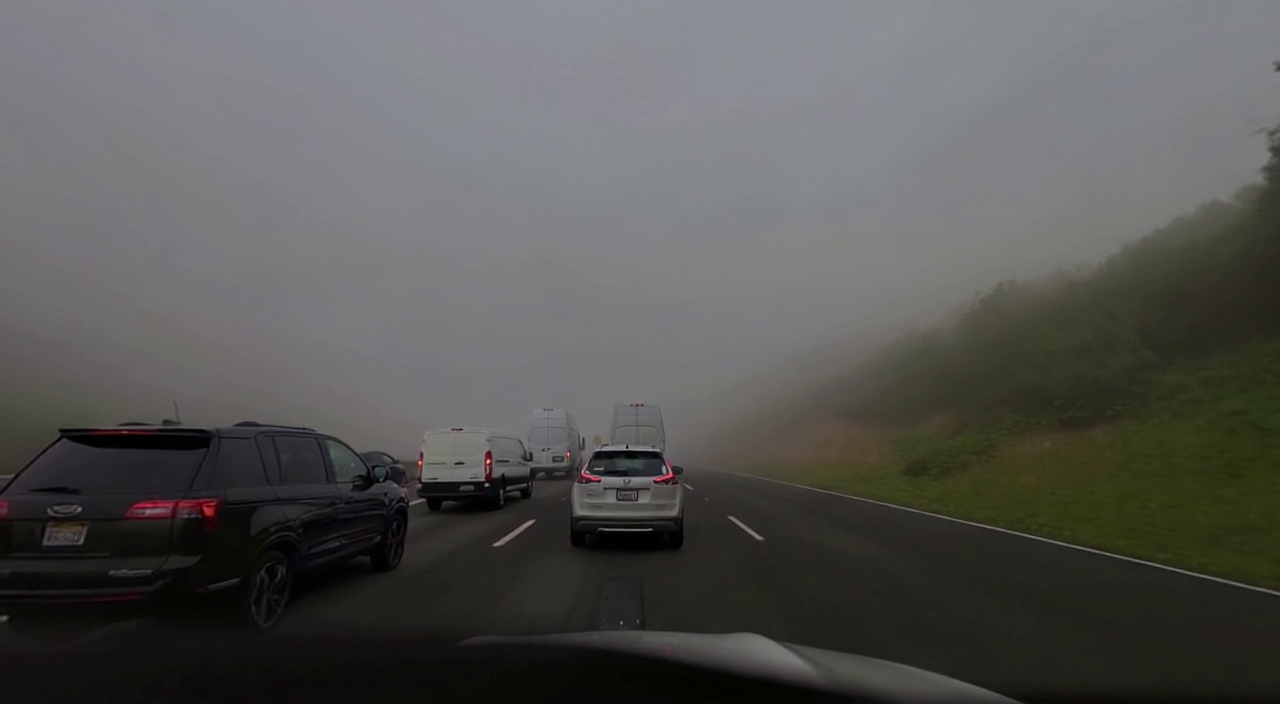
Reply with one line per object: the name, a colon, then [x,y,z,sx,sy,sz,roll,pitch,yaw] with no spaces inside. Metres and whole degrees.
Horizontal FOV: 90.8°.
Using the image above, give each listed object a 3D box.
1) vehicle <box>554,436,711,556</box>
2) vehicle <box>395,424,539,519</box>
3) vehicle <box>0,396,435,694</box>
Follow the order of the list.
vehicle: [-0.101,2.098,9.762,1.995,1.495,3.380,0,-9,0]
vehicle: [-3.928,2.825,15.333,2.055,1.913,4.584,-1,-9,2]
vehicle: [-3.676,1.430,5.838,2.029,1.656,4.437,-1,-9,0]
